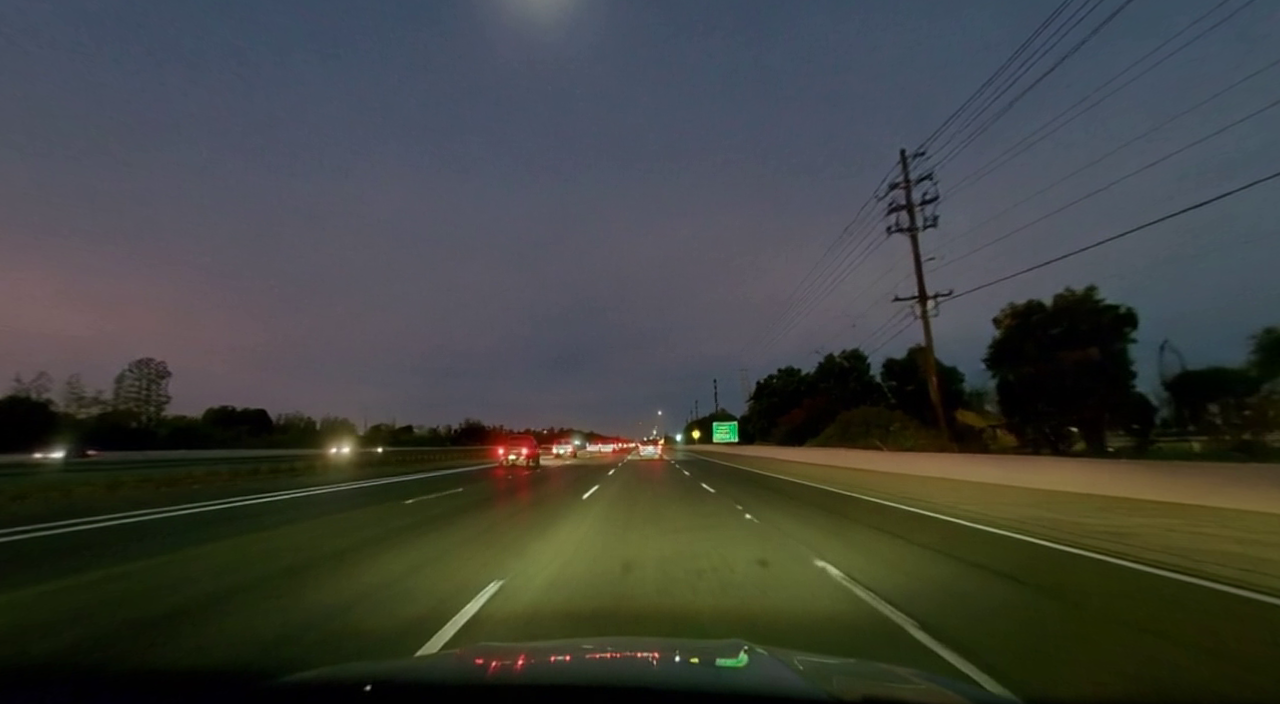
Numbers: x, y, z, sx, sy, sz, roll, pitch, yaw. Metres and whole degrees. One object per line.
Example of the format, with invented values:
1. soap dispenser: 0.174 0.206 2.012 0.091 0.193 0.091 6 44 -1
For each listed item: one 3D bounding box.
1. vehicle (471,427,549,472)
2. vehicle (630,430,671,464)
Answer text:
1. vehicle: -6.307 4.847 31.614 2.460 1.992 6.474 0 -8 0
2. vehicle: 0.654 6.134 40.897 2.448 2.025 5.193 0 -8 0
